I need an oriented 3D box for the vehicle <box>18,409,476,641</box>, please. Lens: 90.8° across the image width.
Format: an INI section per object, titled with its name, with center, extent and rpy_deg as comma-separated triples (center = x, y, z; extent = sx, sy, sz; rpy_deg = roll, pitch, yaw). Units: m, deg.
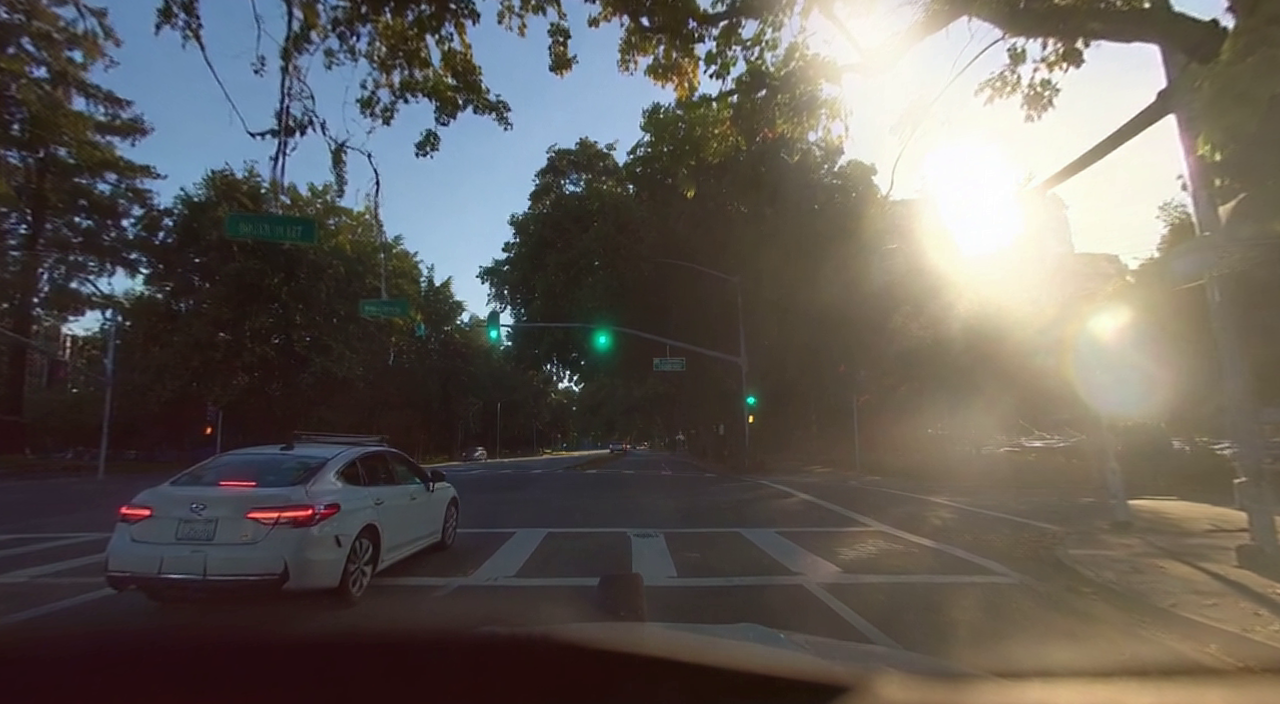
[vehicle]
center = -3.331, 1.540, 6.727
extent = 2.076, 1.599, 4.483
rpy_deg = 0, -9, -2
